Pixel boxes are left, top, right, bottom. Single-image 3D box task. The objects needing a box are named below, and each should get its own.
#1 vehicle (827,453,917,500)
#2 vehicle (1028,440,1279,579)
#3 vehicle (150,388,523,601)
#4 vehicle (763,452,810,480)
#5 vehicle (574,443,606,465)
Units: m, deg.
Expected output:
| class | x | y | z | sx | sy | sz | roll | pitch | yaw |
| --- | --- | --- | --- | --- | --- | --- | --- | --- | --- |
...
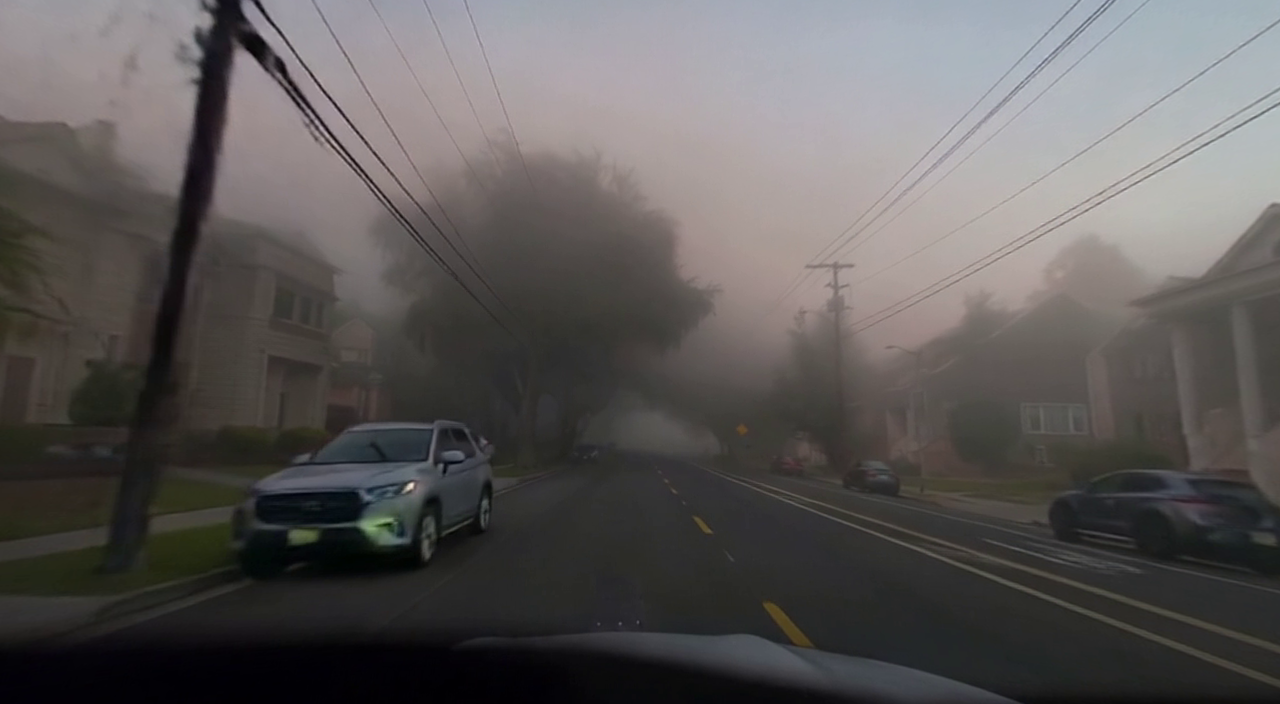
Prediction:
| class | x | y | z | sx | sy | sz | roll | pitch | yaw |
| --- | --- | --- | --- | --- | --- | --- | --- | --- | --- |
| vehicle | 9.607 | 5.152 | 26.614 | 1.977 | 1.495 | 4.800 | 8 | -9 | 1 |
| vehicle | 9.610 | 2.711 | 11.448 | 2.156 | 1.882 | 4.790 | 8 | -9 | 1 |
| vehicle | -3.285 | 1.711 | 8.593 | 2.290 | 1.924 | 5.536 | 0 | -9 | 0 |
| vehicle | 9.464 | 7.374 | 41.147 | 1.930 | 1.456 | 4.511 | 8 | -9 | 2 |
| vehicle | -3.622 | 7.525 | 46.769 | 2.021 | 1.475 | 4.523 | 0 | -9 | 0 |
